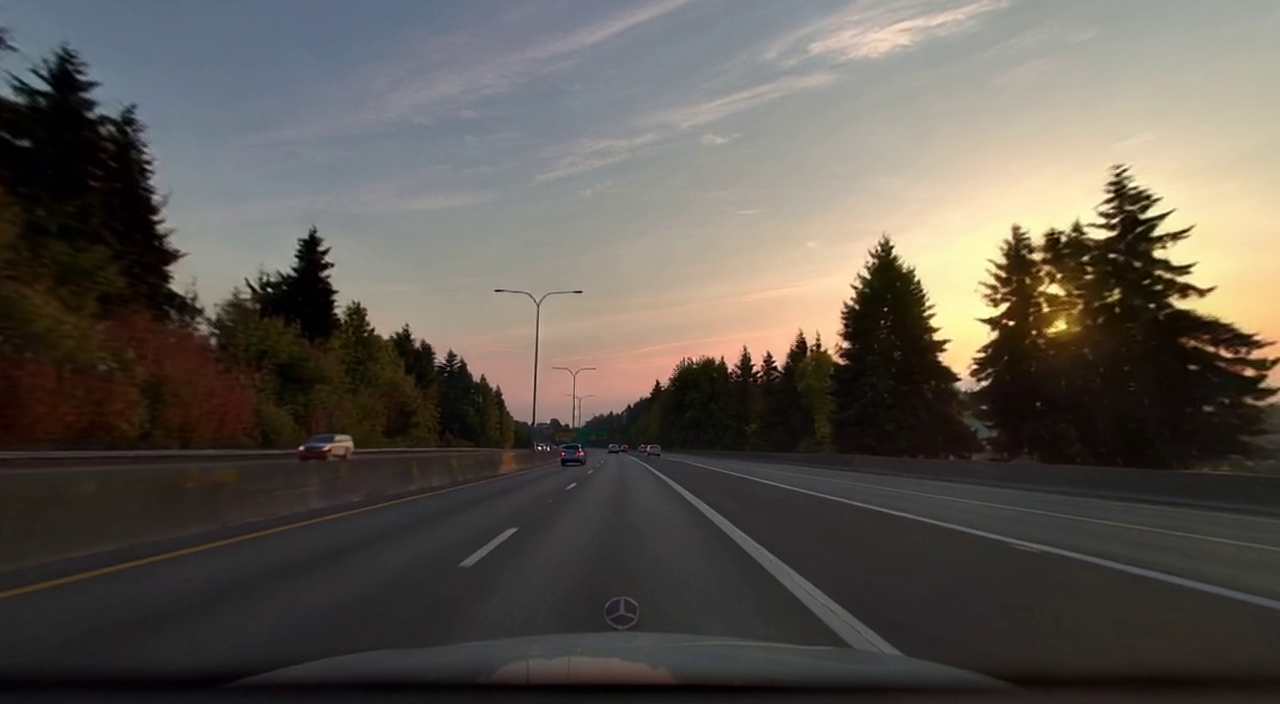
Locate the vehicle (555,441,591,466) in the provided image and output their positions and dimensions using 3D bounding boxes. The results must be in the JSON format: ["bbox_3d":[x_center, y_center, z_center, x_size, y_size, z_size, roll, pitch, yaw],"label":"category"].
[{"bbox_3d":[-4.572,7.023,43.281,2.071,1.615,3.868,0,-9,-1],"label":"vehicle"}]

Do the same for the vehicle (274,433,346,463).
[{"bbox_3d":[-17.600,5.149,33.654,1.832,1.487,3.853,0,-9,-1],"label":"vehicle"}]
